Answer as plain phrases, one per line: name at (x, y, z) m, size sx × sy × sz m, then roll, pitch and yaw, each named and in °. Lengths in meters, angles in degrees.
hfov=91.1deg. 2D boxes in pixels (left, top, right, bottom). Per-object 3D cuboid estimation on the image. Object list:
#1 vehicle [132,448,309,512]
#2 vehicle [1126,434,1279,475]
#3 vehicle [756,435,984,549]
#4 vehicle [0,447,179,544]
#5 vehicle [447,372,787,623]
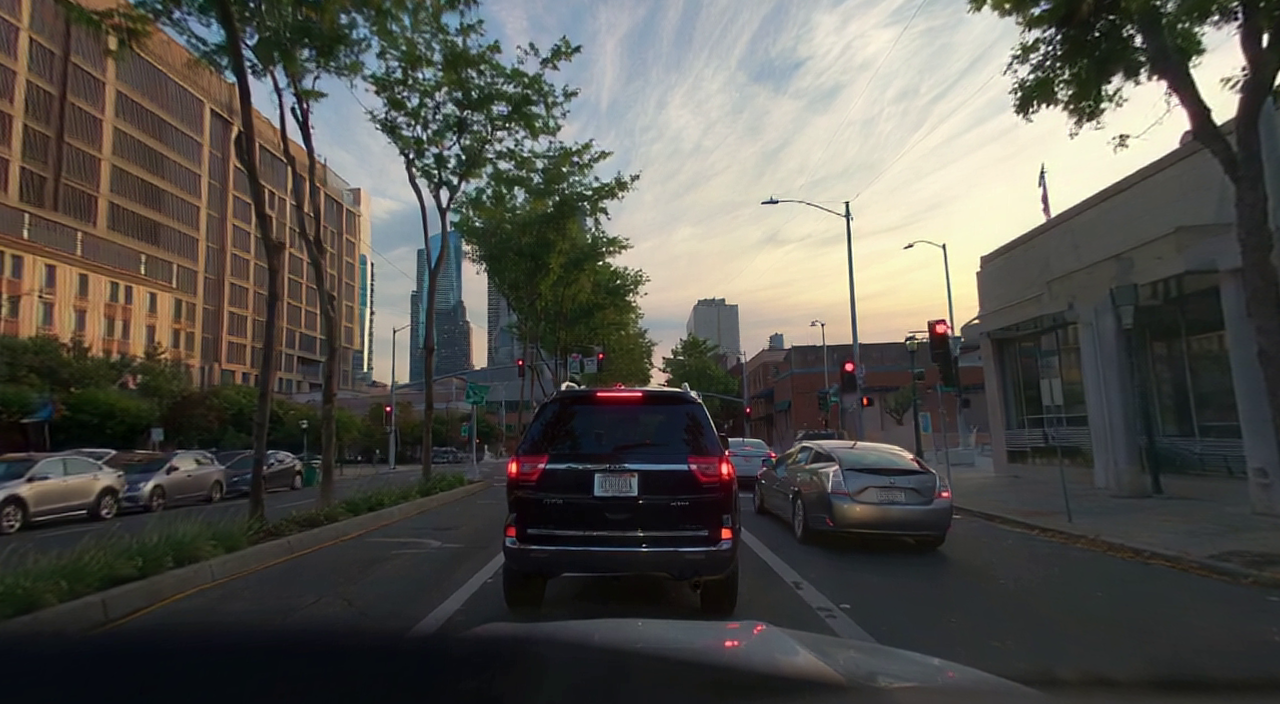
vehicle at (-12.454, 3.785, 19.135) m, size 2.207 × 1.648 × 4.675 m, roll 0°, pitch -8°, yaw -1°
vehicle at (22.159, 4.045, 24.974) m, size 4.055 × 1.469 × 1.848 m, roll -4°, pitch -9°, yaw 26°
vehicle at (3.301, 2.086, 10.083) m, size 2.056 × 1.422 × 4.130 m, roll 0°, pitch -8°, yaw -1°
vehicle at (-12.543, 2.912, 13.463) m, size 1.891 × 1.723 × 4.360 m, roll 0°, pitch -8°, yaw 1°
vehicle at (-0.156, 1.368, 6.790) m, size 2.453 × 1.816 × 4.300 m, roll 0°, pitch -8°, yaw 0°
